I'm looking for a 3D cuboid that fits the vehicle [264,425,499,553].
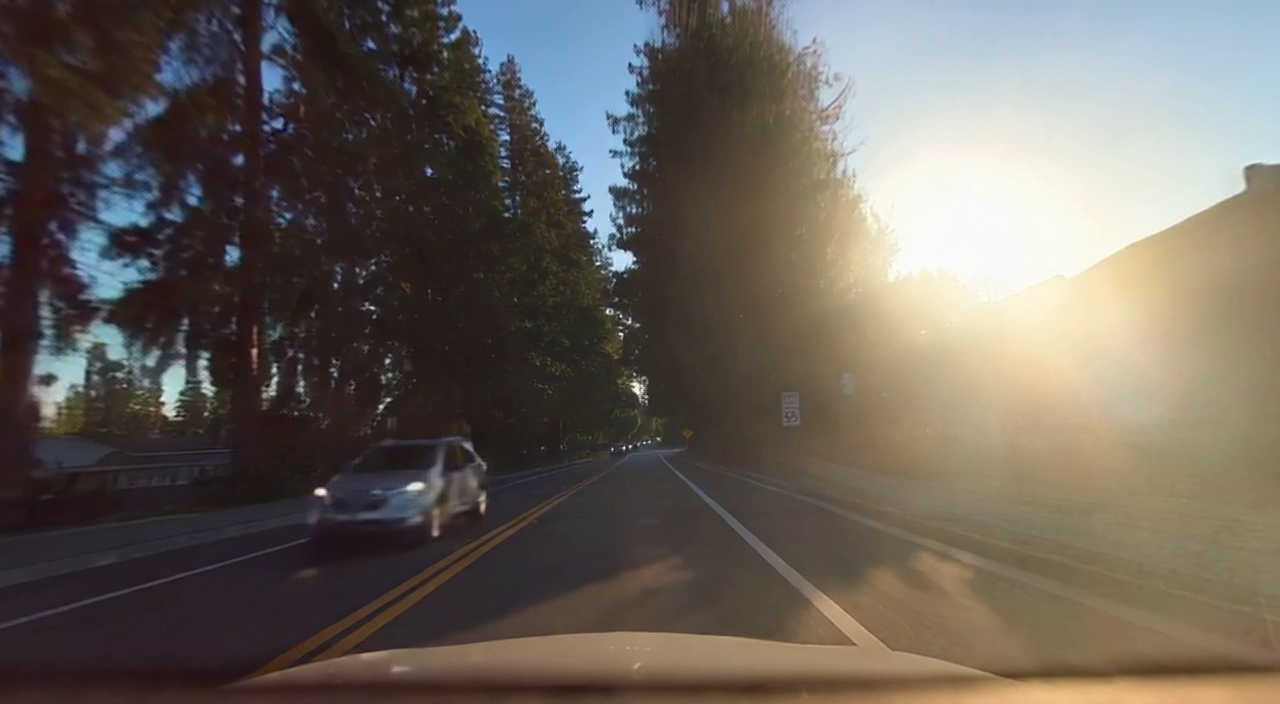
[{"bbox_3d":[-4.190,2.281,11.357,2.124,1.754,4.791,-1,-8,1],"label":"vehicle"}]
